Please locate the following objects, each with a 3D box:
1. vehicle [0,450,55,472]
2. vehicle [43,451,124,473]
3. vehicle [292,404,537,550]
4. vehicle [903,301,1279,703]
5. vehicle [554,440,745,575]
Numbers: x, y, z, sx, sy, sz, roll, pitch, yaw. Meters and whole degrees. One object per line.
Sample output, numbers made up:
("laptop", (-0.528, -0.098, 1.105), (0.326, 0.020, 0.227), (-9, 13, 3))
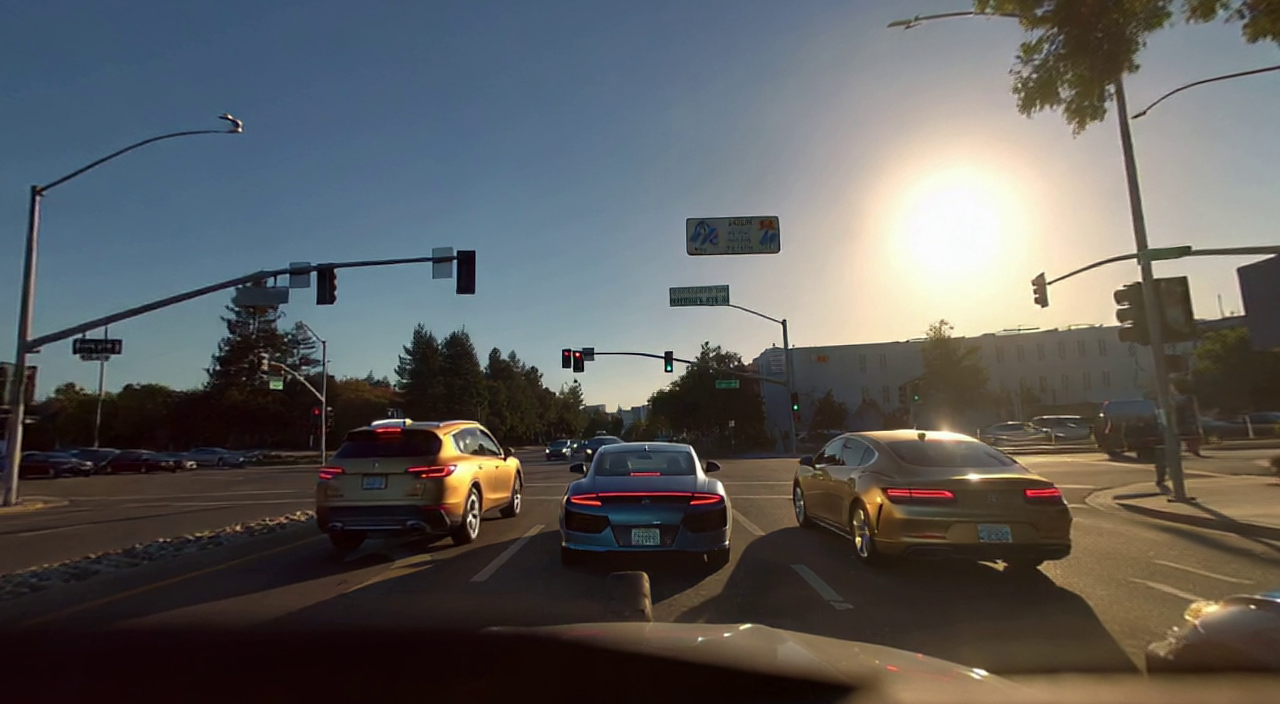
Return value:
("vehicle", (-46.156, 7.962, 46.166), (4.545, 1.558, 1.833), (0, -8, -4))
("vehicle", (-41.296, 8.157, 46.788), (4.195, 1.533, 1.752), (0, -8, -3))
("vehicle", (-3.166, 1.890, 10.198), (2.061, 1.781, 4.842), (0, -8, 1))
("vehicle", (3.100, 0.804, 2.523), (2.143, 1.759, 4.531), (0, -8, 1))
("vehicle", (0.114, 1.870, 8.380), (1.945, 1.343, 3.827), (0, -8, 1))
